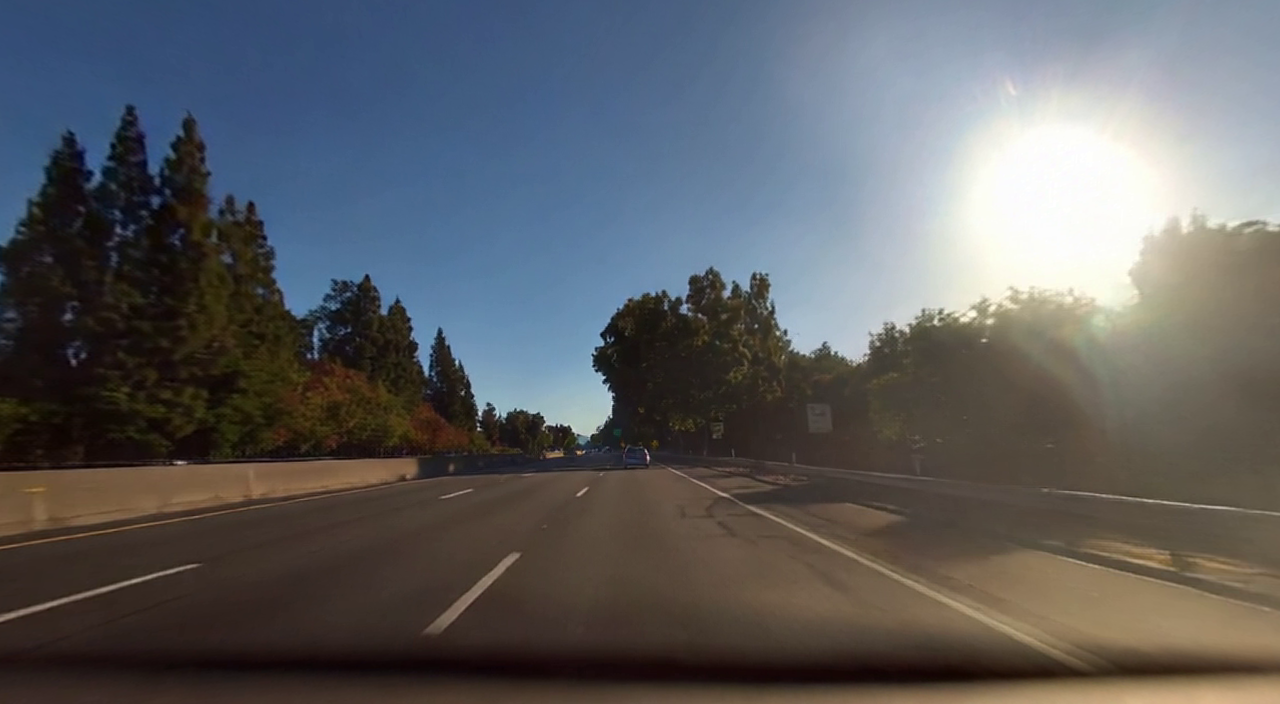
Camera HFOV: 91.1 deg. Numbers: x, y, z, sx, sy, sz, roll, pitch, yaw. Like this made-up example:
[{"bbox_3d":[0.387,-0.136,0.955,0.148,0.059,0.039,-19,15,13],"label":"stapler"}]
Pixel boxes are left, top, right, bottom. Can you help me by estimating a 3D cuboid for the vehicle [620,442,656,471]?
[{"bbox_3d":[-0.153,6.540,39.428,2.120,1.715,4.153,0,-9,-1],"label":"vehicle"}]
